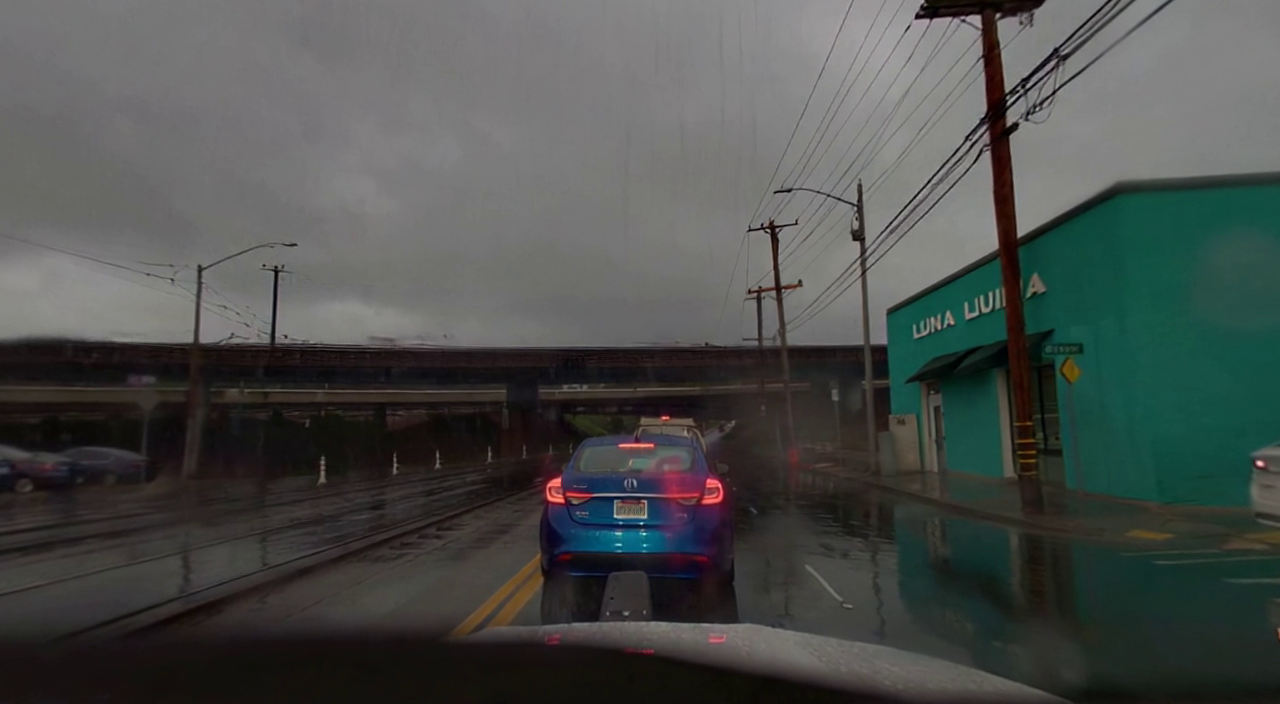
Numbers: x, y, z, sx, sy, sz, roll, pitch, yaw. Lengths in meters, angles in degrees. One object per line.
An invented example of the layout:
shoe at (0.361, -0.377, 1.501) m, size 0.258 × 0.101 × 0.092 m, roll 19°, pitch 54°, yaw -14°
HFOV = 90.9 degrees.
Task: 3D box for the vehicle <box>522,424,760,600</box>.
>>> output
vehicle at (0.094, 1.710, 7.619) m, size 2.090 × 1.518 × 4.033 m, roll -1°, pitch -9°, yaw 3°

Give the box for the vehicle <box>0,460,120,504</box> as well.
vehicle at (-21.937, 4.675, 22.841) m, size 4.566 × 1.453 × 1.935 m, roll -1°, pitch -9°, yaw 5°
